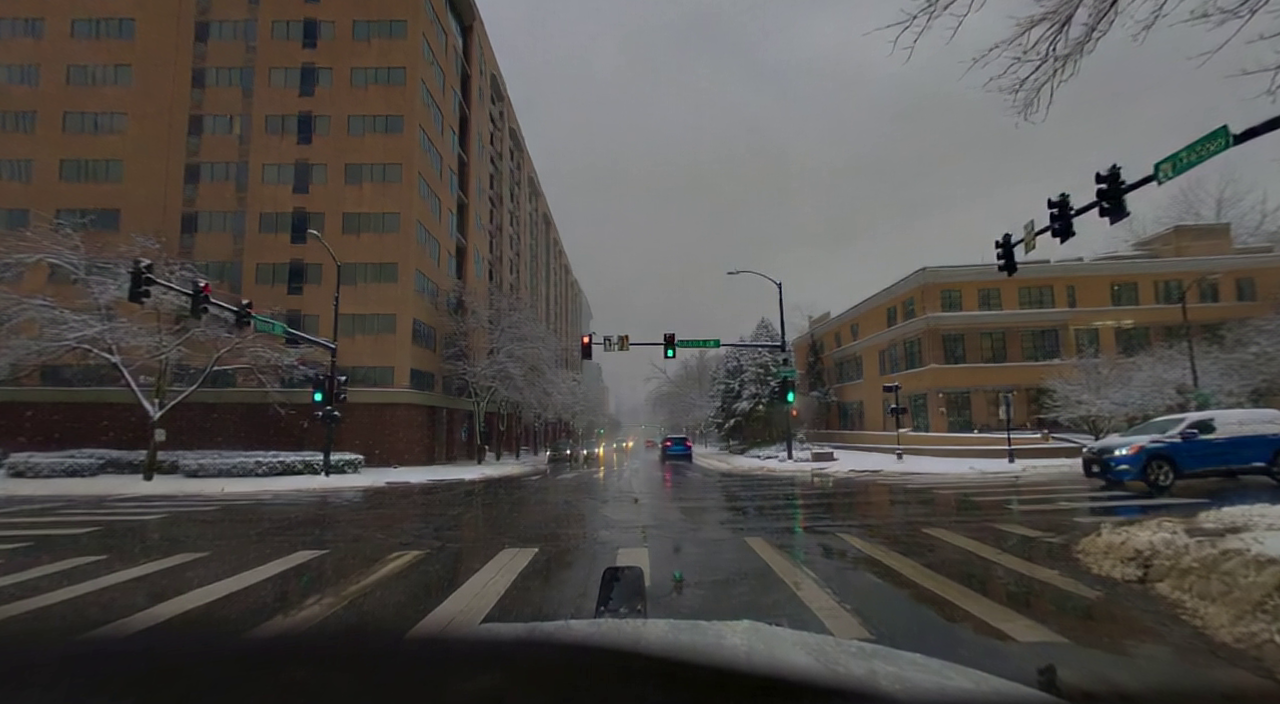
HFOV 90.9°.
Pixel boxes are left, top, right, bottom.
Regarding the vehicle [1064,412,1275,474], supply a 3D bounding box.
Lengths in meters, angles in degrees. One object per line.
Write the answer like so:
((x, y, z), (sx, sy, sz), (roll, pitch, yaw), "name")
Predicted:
((16.918, 2.938, 20.397), (4.802, 1.860, 2.146), (0, -8, 0), "vehicle")

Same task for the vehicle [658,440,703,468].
((2.255, 5.871, 36.394), (2.039, 1.470, 4.355), (0, -8, -4), "vehicle")
